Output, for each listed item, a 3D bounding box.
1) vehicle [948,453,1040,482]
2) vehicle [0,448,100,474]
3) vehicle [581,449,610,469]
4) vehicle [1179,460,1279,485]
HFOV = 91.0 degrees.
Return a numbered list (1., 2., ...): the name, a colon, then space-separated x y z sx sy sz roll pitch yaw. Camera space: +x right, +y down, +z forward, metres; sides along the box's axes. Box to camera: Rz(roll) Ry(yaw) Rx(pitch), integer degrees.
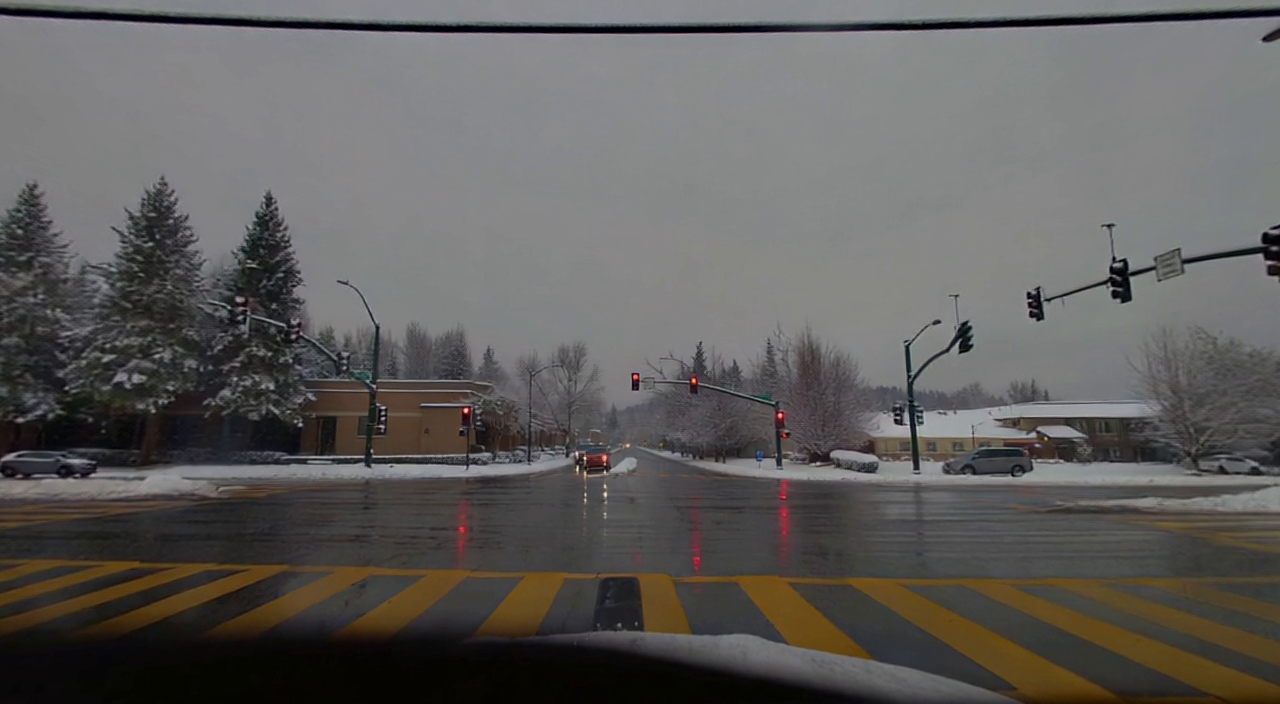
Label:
1. vehicle: 21.091 6.879 37.593 4.447 1.623 1.801 0 -9 -3
2. vehicle: -35.150 6.415 37.181 4.741 1.447 1.807 0 -9 0
3. vehicle: -3.458 8.361 49.225 1.908 1.441 4.142 0 -8 1
4. vehicle: 36.213 7.312 38.308 4.976 1.428 1.929 0 -9 -2
